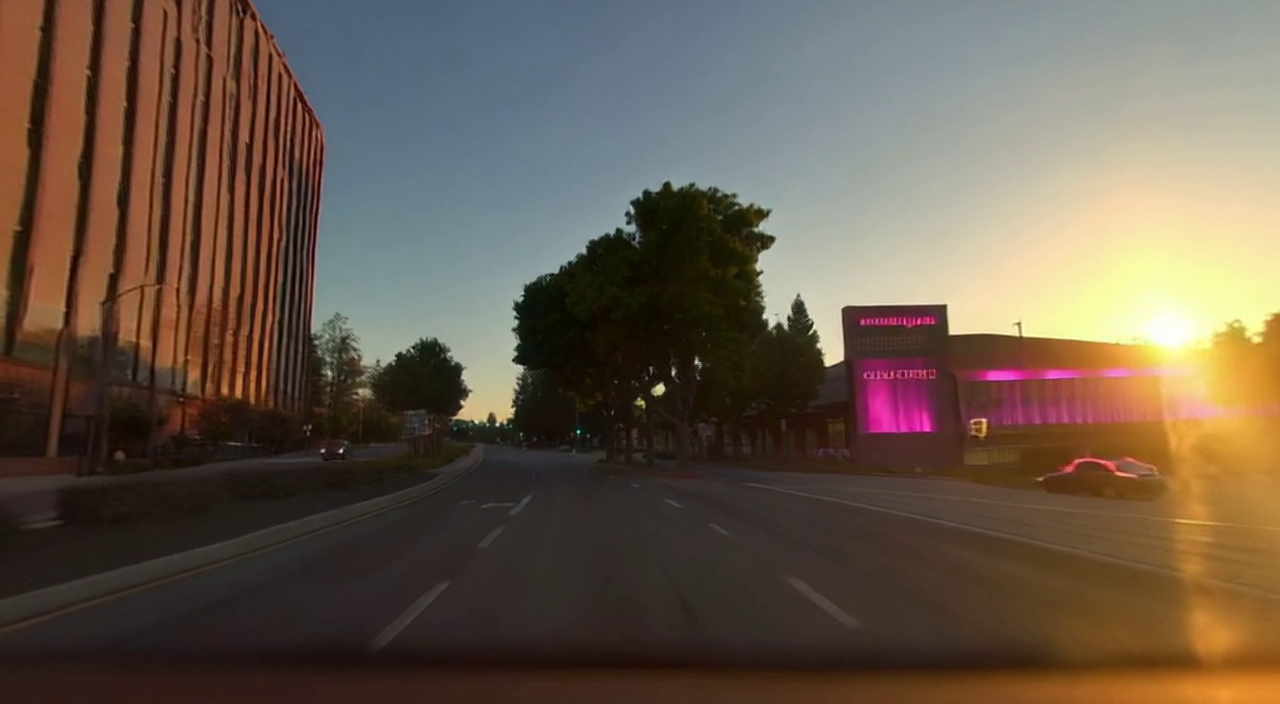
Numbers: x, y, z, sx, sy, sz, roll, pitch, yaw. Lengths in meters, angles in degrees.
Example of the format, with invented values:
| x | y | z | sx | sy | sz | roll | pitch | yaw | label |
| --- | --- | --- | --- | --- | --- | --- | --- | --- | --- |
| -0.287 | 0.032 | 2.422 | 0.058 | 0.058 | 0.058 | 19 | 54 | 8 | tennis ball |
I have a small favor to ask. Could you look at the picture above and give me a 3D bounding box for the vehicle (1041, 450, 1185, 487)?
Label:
| x | y | z | sx | sy | sz | roll | pitch | yaw | label |
| --- | --- | --- | --- | --- | --- | --- | --- | --- | --- |
| 22.264 | 5.480 | 29.828 | 4.946 | 1.656 | 2.139 | -1 | -8 | 4 | vehicle |
